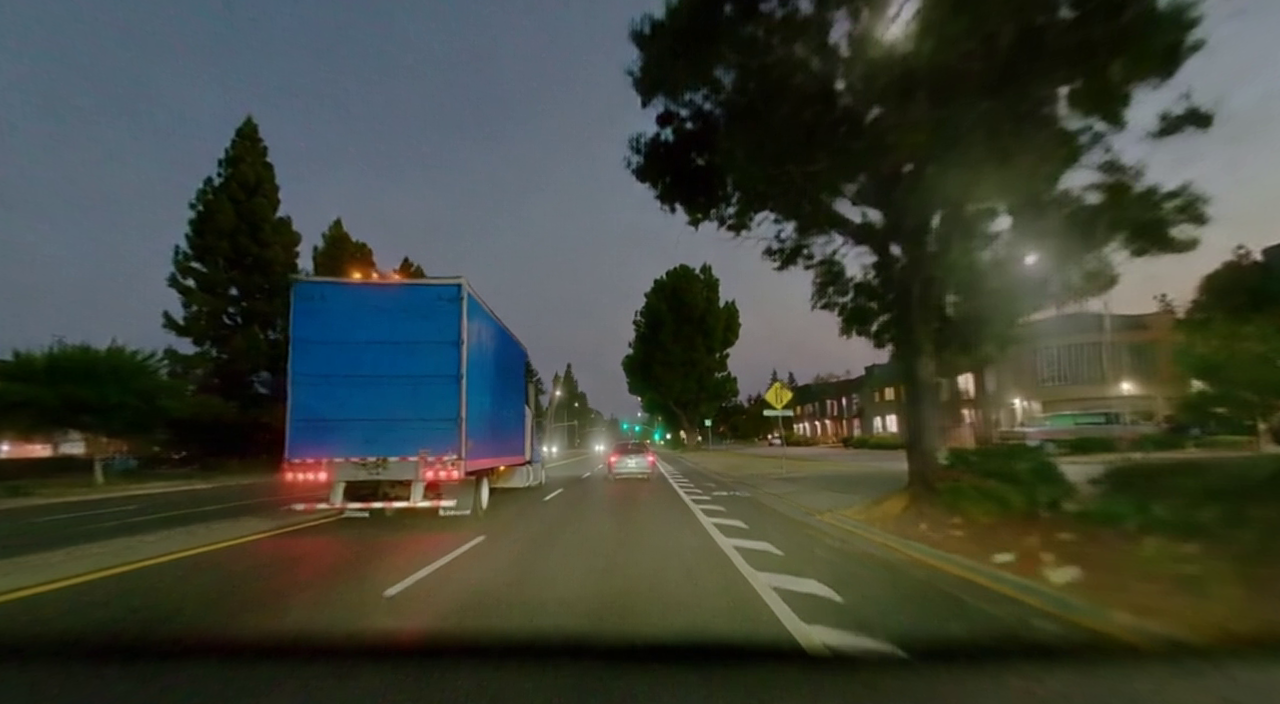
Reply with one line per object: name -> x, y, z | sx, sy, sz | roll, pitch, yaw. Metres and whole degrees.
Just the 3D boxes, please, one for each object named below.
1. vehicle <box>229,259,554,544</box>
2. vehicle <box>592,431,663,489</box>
vehicle -> -4.037, 1.384, 13.826 | 2.996, 3.902, 10.410 | 0, -9, -1
vehicle -> -0.411, 3.470, 20.572 | 2.094, 1.682, 3.866 | 0, -9, -1
